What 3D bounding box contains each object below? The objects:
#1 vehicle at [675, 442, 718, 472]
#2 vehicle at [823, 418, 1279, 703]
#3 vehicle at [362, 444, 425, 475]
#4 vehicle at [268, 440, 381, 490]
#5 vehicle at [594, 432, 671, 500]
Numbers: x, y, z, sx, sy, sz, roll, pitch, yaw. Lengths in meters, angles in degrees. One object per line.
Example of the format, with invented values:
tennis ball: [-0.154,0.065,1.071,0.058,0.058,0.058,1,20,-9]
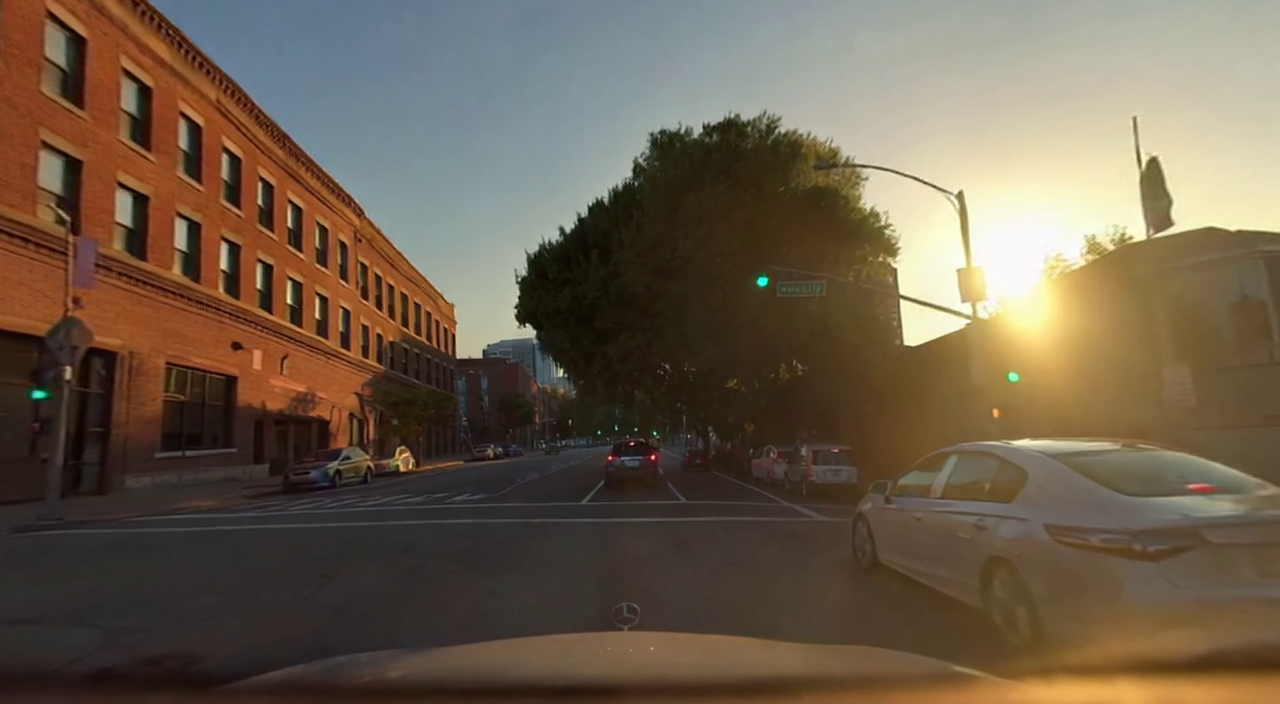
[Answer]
vehicle: [2.958,5.599,33.862,1.852,1.462,4.155,0,-9,-1]
vehicle: [3.288,1.425,5.441,2.026,1.499,4.662,0,-9,0]
vehicle: [-14.331,6.240,36.953,1.891,1.659,4.360,0,-9,0]
vehicle: [-14.267,5.116,29.060,2.191,2.011,5.556,-1,-9,2]
vehicle: [-0.239,3.453,19.575,2.105,1.842,4.537,0,-9,-1]
